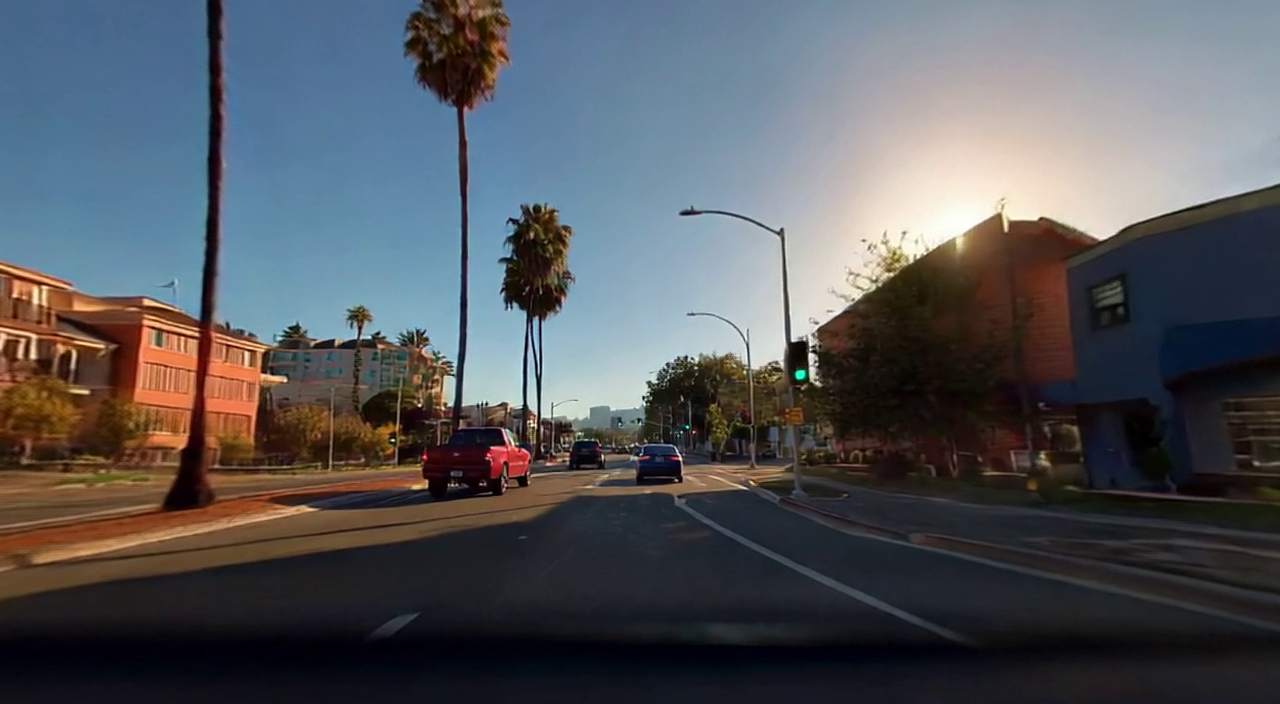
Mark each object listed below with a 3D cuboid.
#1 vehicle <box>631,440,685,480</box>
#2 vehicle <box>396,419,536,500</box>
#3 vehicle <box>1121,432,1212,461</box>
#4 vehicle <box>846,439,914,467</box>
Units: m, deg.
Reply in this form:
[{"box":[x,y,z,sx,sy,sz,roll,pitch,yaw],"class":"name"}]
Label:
[{"box":[0.799,4.600,26.992,2.122,1.562,4.152,-1,-8,2],"class":"vehicle"},{"box":[-4.656,3.012,18.024,2.187,1.904,6.103,0,-8,1],"class":"vehicle"},{"box":[40.829,7.329,48.711,5.530,1.797,2.108,-3,-8,-9],"class":"vehicle"},{"box":[18.741,7.898,49.160,4.295,1.787,2.187,-4,-8,0],"class":"vehicle"}]
